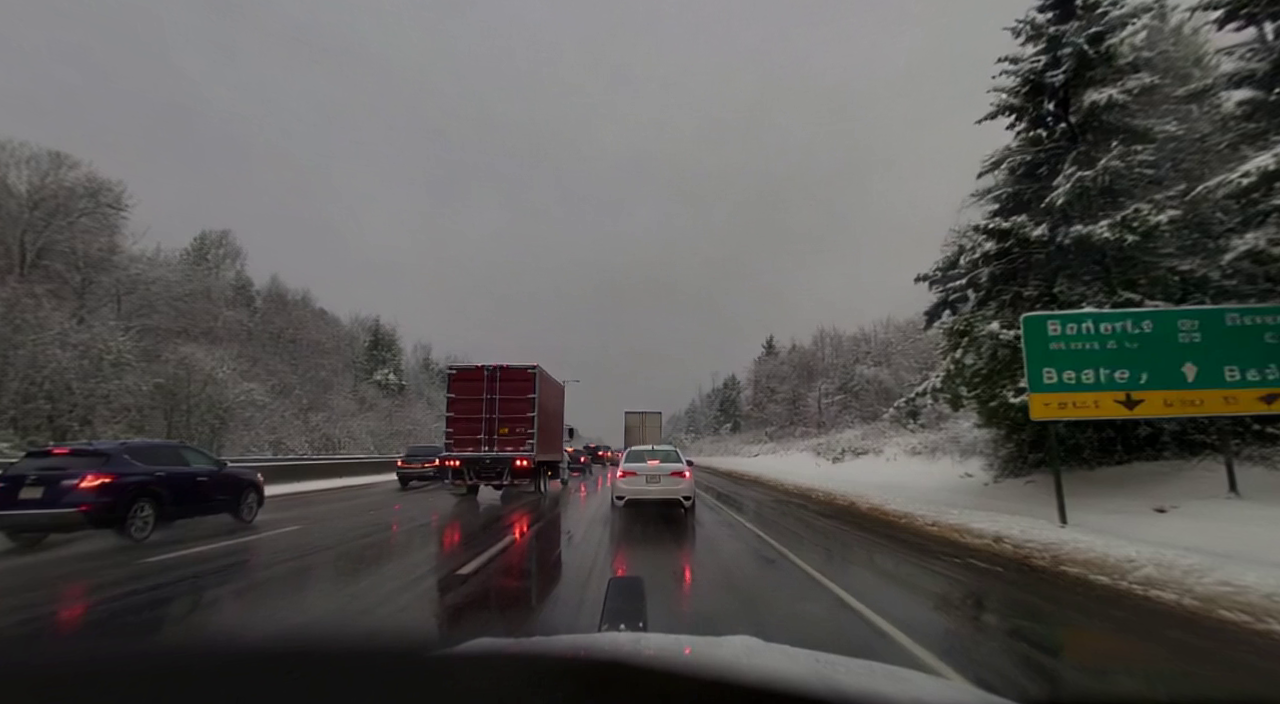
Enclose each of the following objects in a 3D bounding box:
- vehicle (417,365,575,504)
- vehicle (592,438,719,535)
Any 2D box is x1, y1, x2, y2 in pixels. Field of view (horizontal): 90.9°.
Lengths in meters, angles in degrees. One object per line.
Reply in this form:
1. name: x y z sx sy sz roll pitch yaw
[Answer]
1. vehicle: -3.844 2.567 19.045 2.832 3.293 7.782 0 -9 1
2. vehicle: 0.238 2.390 11.694 1.995 1.495 3.380 0 -9 0
